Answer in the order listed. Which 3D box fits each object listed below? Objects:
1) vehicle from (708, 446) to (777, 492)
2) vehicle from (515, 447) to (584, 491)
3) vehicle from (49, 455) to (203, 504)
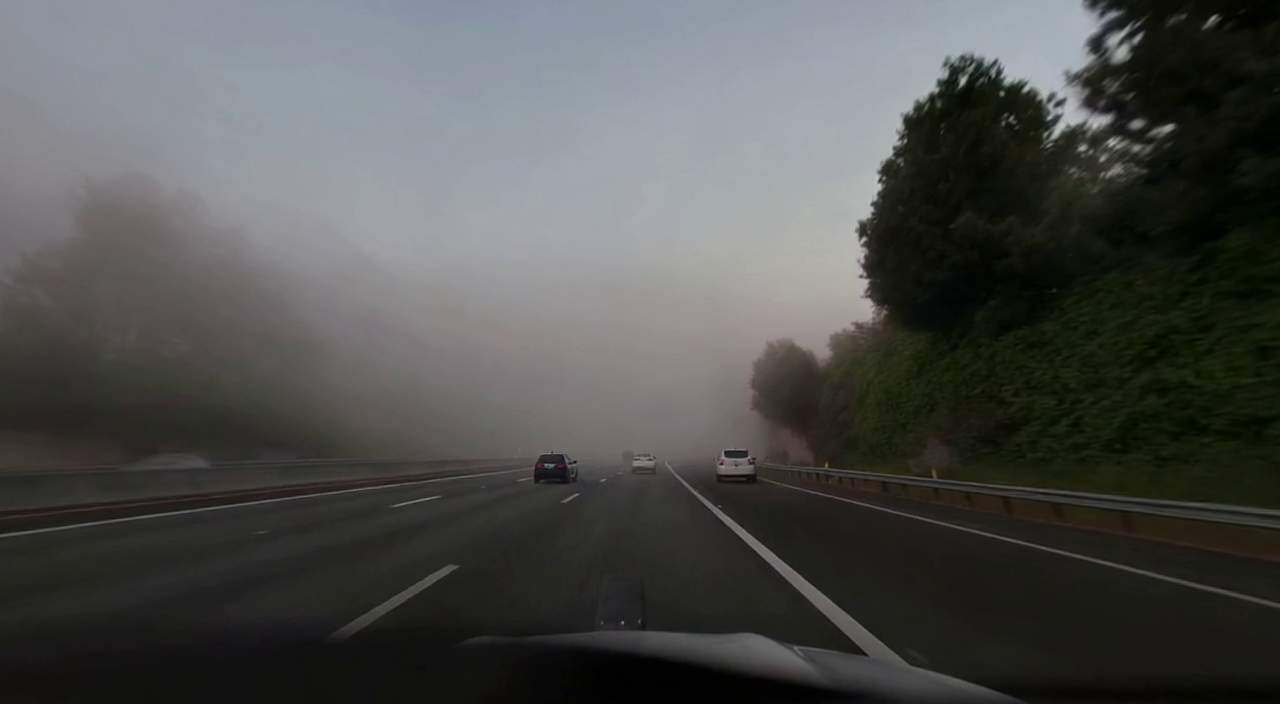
[{"bbox_3d":[3.745,4.363,23.861,2.020,1.548,4.715,0,-9,3],"label":"vehicle"},{"bbox_3d":[-3.396,4.493,24.458,1.997,1.540,3.906,0,-9,2],"label":"vehicle"},{"bbox_3d":[-17.110,4.228,21.276,1.805,1.456,3.983,0,-9,1],"label":"vehicle"}]
